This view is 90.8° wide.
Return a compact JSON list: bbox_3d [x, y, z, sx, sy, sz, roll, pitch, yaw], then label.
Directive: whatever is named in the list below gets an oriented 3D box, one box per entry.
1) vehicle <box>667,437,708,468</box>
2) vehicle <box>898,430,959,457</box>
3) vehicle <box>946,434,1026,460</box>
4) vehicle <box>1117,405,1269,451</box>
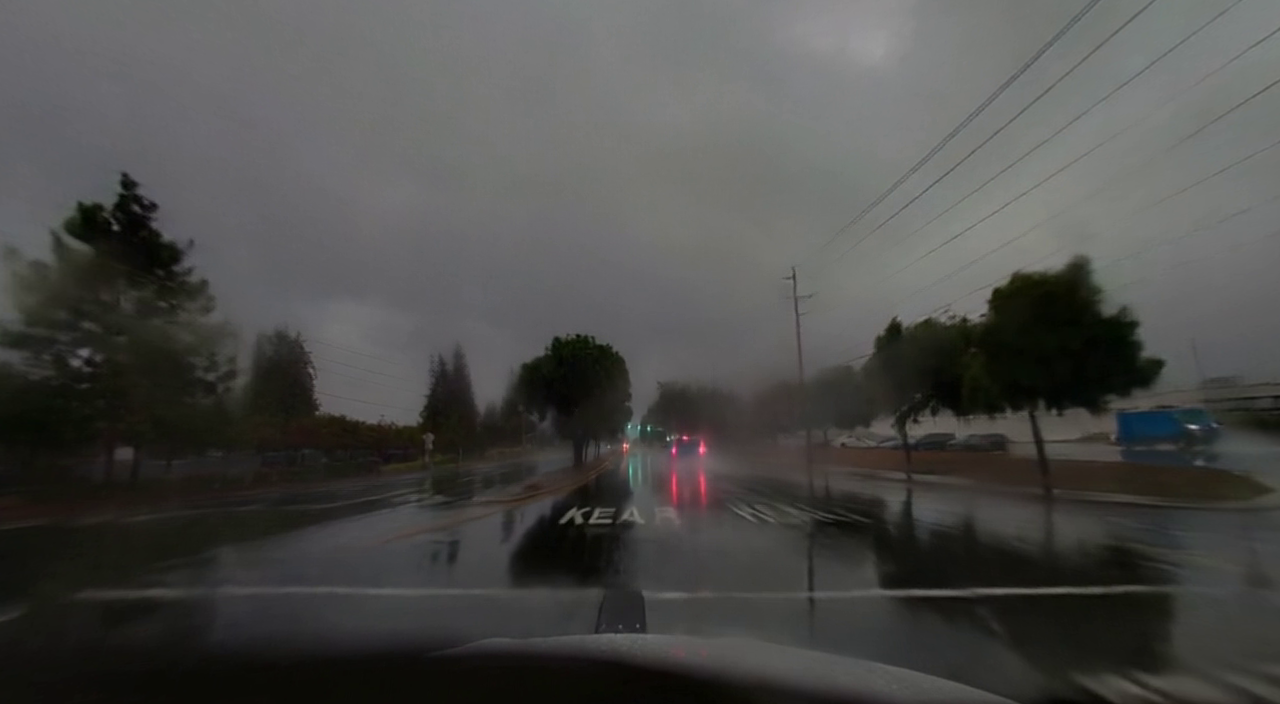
[{"bbox_3d":[2.948,6.351,40.000,2.086,1.803,4.607,0,-8,-2],"label":"vehicle"},{"bbox_3d":[20.045,6.411,44.085,1.983,1.730,4.563,0,-8,-2],"label":"vehicle"},{"bbox_3d":[20.050,5.534,36.882,1.980,1.423,4.793,0,-8,0],"label":"vehicle"},{"bbox_3d":[29.482,4.180,34.116,2.406,2.215,6.315,0,-8,0],"label":"vehicle"}]
